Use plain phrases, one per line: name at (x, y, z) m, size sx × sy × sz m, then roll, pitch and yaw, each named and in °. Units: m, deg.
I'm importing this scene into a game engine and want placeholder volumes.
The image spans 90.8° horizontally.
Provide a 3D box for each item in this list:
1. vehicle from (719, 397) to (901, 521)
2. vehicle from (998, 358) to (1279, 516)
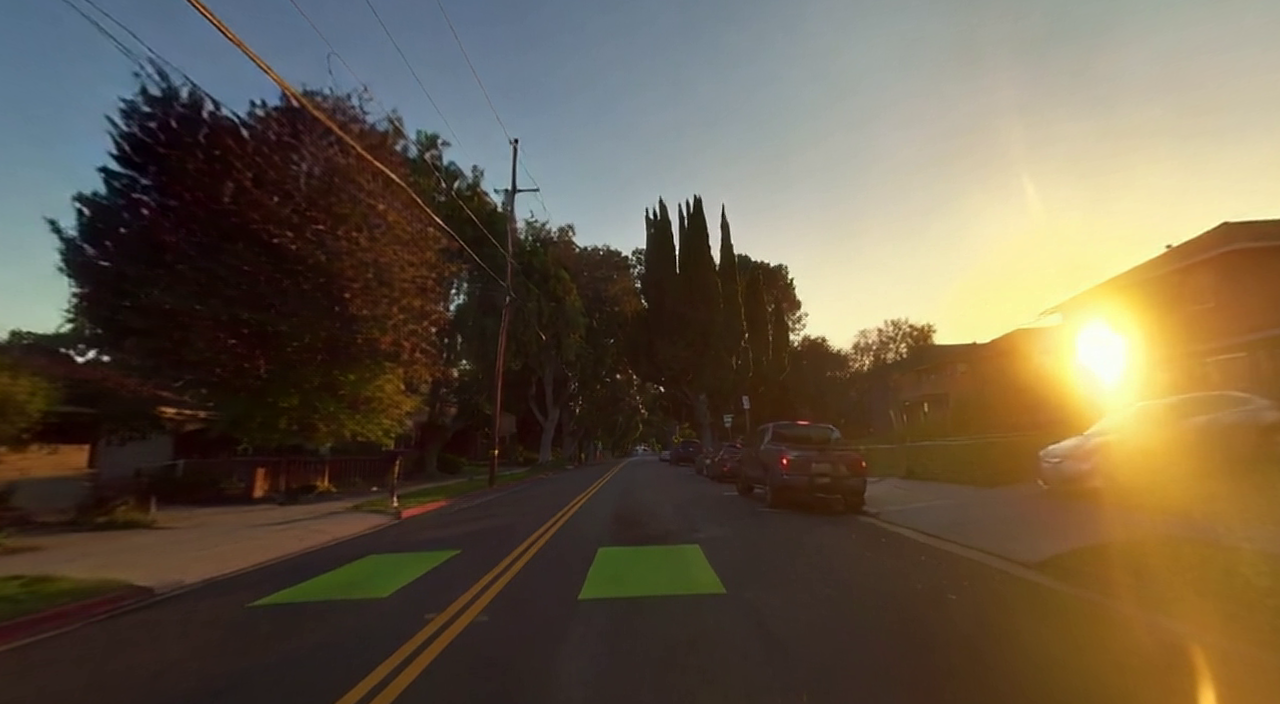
vehicle at (3.224, 2.227, 13.576) m, size 2.347 × 2.070 × 5.735 m, roll 0°, pitch -9°, yaw 0°
vehicle at (8.682, 1.276, 10.172) m, size 4.418 × 1.648 × 2.017 m, roll -11°, pitch -8°, yaw -2°
